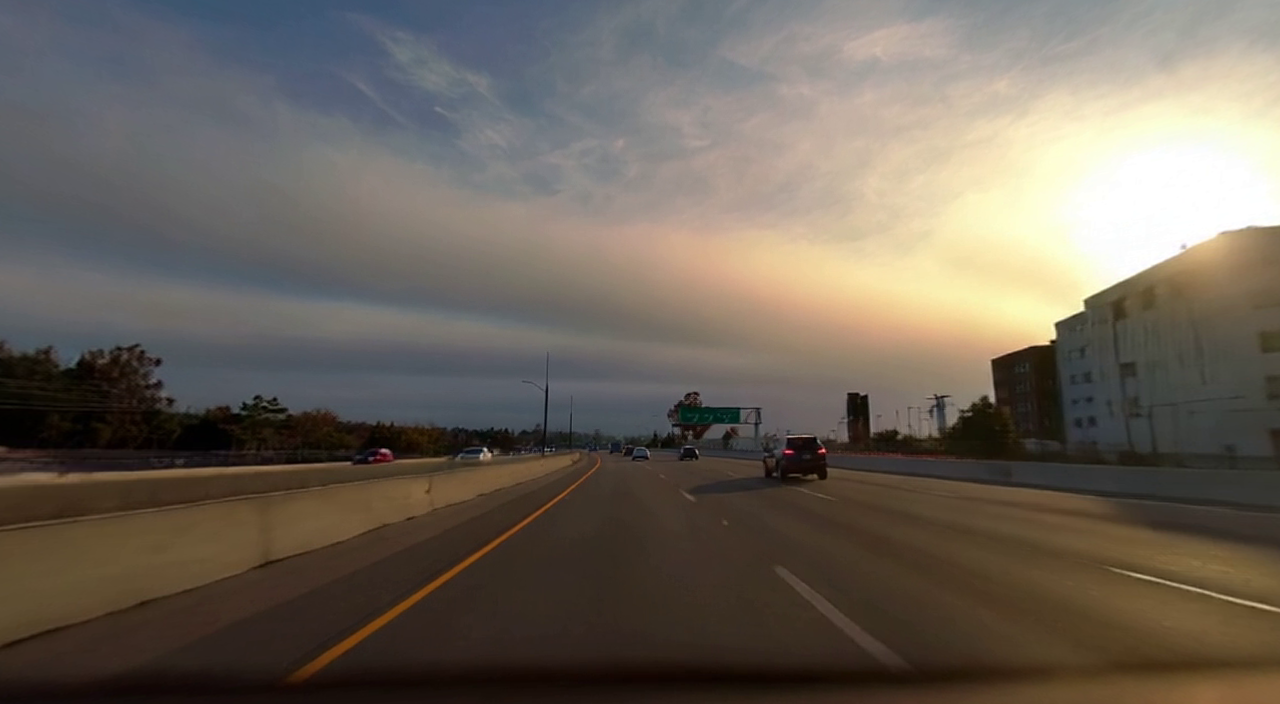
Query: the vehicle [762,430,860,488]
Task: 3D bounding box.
[{"bbox_3d":[6.282,4.011,23.945,2.181,1.952,4.973,0,-9,-2],"label":"vehicle"}]
